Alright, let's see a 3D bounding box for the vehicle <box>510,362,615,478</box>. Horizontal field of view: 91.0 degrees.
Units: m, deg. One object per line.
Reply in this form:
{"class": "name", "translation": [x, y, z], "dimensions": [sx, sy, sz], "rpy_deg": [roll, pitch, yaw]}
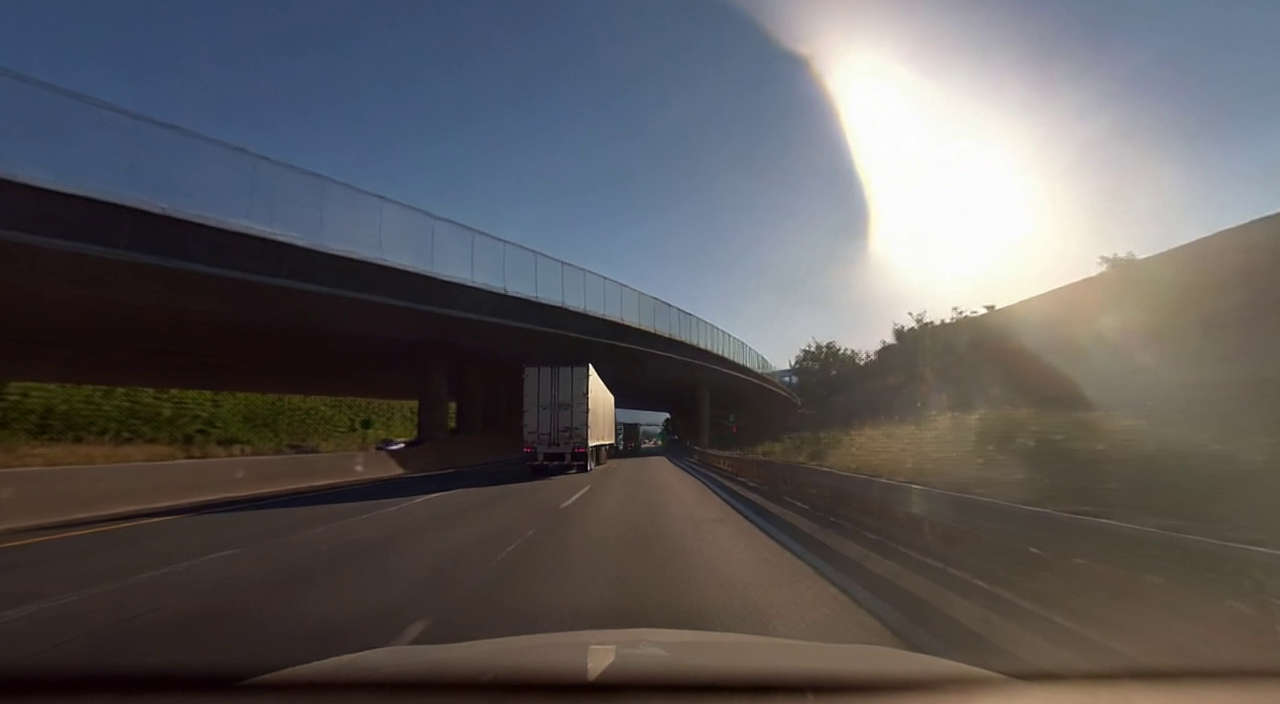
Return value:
{"class": "vehicle", "translation": [-2.987, 3.388, 29.228], "dimensions": [2.947, 4.051, 14.256], "rpy_deg": [0, -8, 1]}
